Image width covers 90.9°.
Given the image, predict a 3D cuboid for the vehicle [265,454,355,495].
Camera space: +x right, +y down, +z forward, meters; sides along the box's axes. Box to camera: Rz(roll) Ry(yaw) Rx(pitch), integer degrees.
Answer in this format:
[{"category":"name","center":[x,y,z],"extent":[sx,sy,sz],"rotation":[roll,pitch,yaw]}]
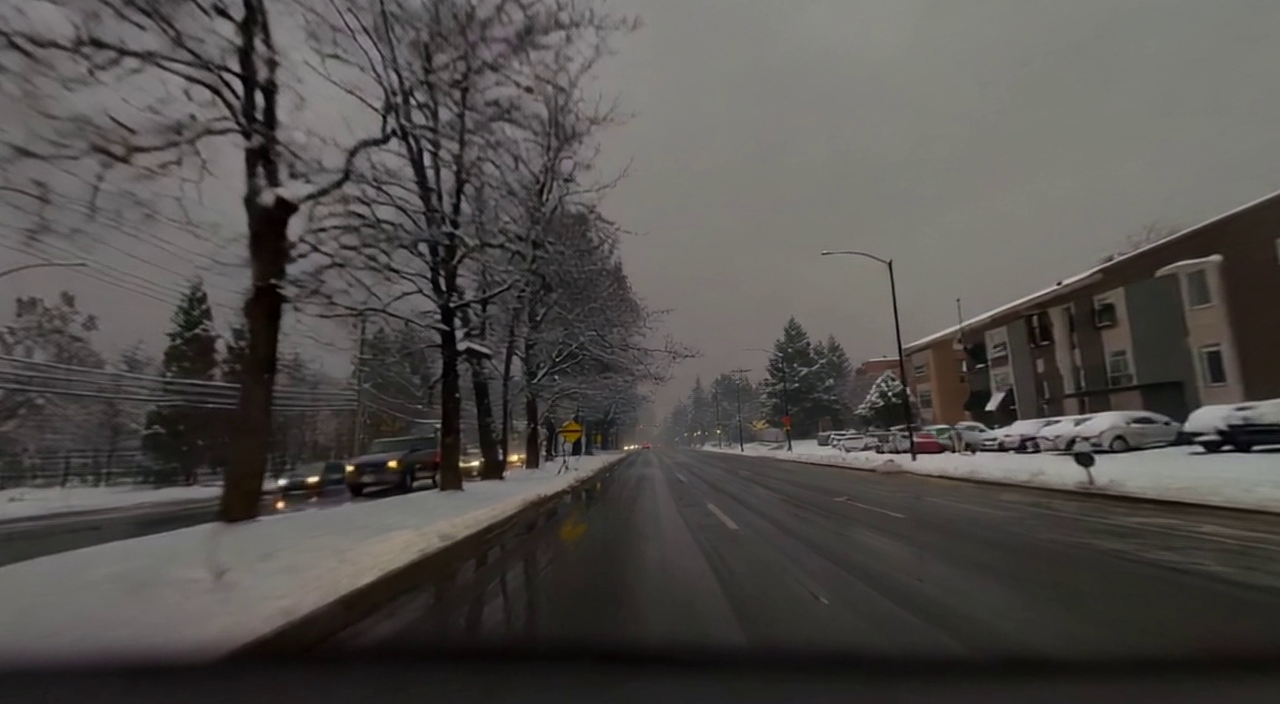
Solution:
[{"category":"vehicle","center":[-15.561,5.777,30.048],"extent":[1.930,1.738,4.339],"rotation":[0,-9,0]}]

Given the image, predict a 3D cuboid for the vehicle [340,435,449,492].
[{"category":"vehicle","center":[-9.811,4.492,25.784],"extent":[2.180,2.034,5.429],"rotation":[0,-9,1]}]
